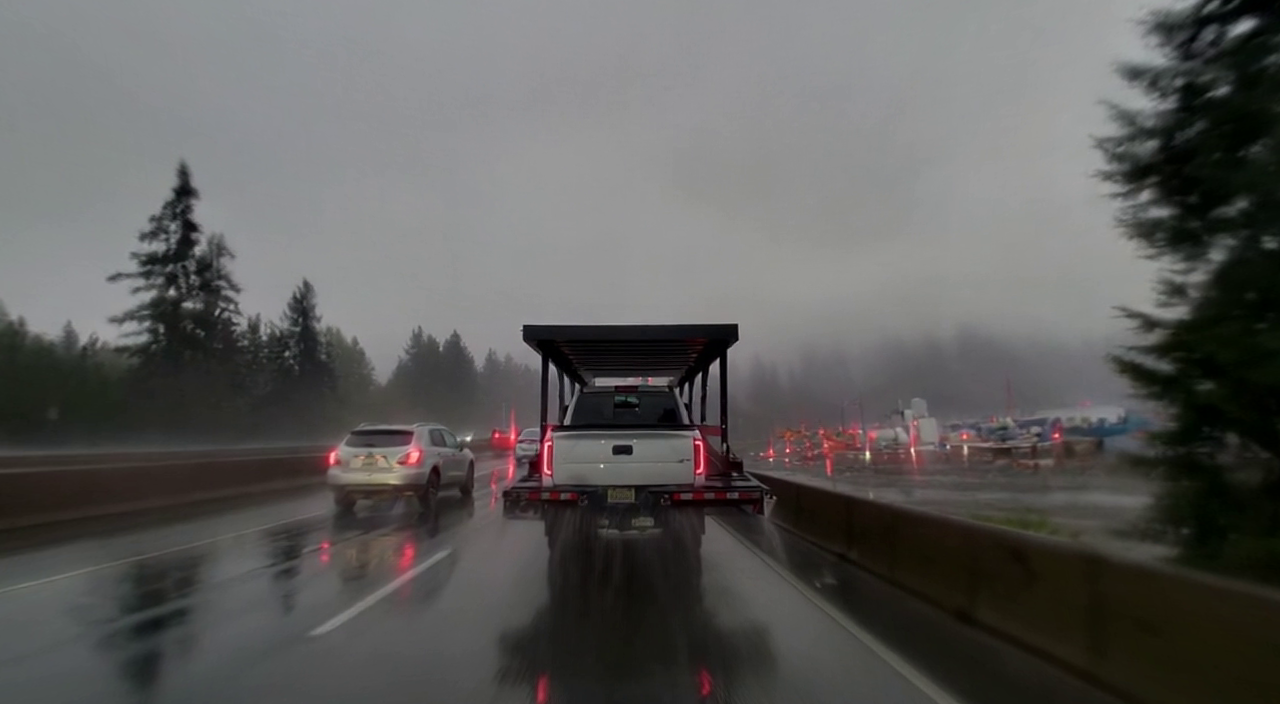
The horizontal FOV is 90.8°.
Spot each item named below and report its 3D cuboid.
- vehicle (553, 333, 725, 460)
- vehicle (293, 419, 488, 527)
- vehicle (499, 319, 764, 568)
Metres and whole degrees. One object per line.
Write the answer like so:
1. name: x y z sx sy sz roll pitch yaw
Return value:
1. vehicle: -0.136 0.909 10.345 2.156 1.604 4.680 0 -9 -3
2. vehicle: -4.438 2.226 12.177 2.057 1.665 4.572 0 -9 -3
3. vehicle: -0.300 1.708 11.863 2.735 2.597 10.435 0 -9 -2
